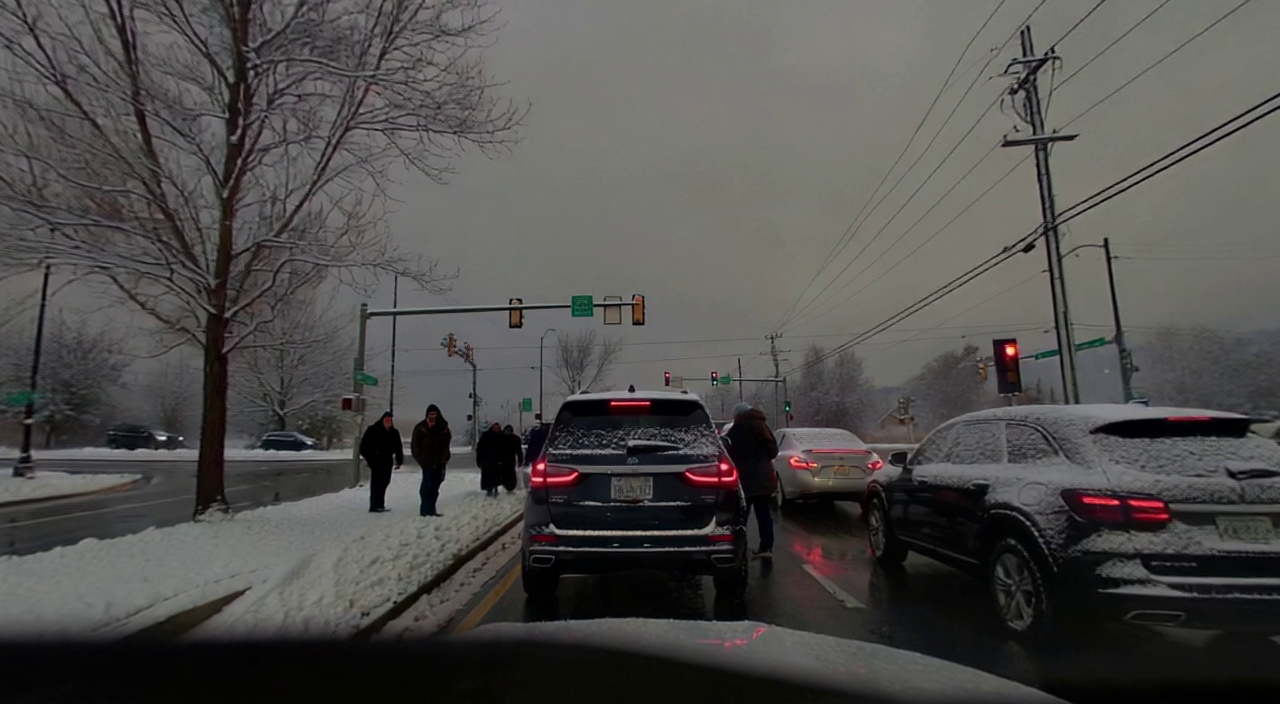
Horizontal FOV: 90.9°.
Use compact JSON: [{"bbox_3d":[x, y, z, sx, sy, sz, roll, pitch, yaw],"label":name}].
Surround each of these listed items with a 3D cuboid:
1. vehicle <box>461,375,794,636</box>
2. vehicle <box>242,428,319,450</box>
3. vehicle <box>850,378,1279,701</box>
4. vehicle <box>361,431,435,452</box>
[{"bbox_3d":[-0.132,1.371,6.630,2.271,1.786,4.443,0,-8,-1],"label":"vehicle"},{"bbox_3d":[-26.832,6.525,47.219,4.587,1.639,1.878,0,-8,0],"label":"vehicle"},{"bbox_3d":[3.557,1.298,5.569,1.948,1.677,4.437,0,-8,1],"label":"vehicle"},{"bbox_3d":[-17.749,6.559,46.368,4.607,1.478,1.995,0,-8,0],"label":"vehicle"}]
